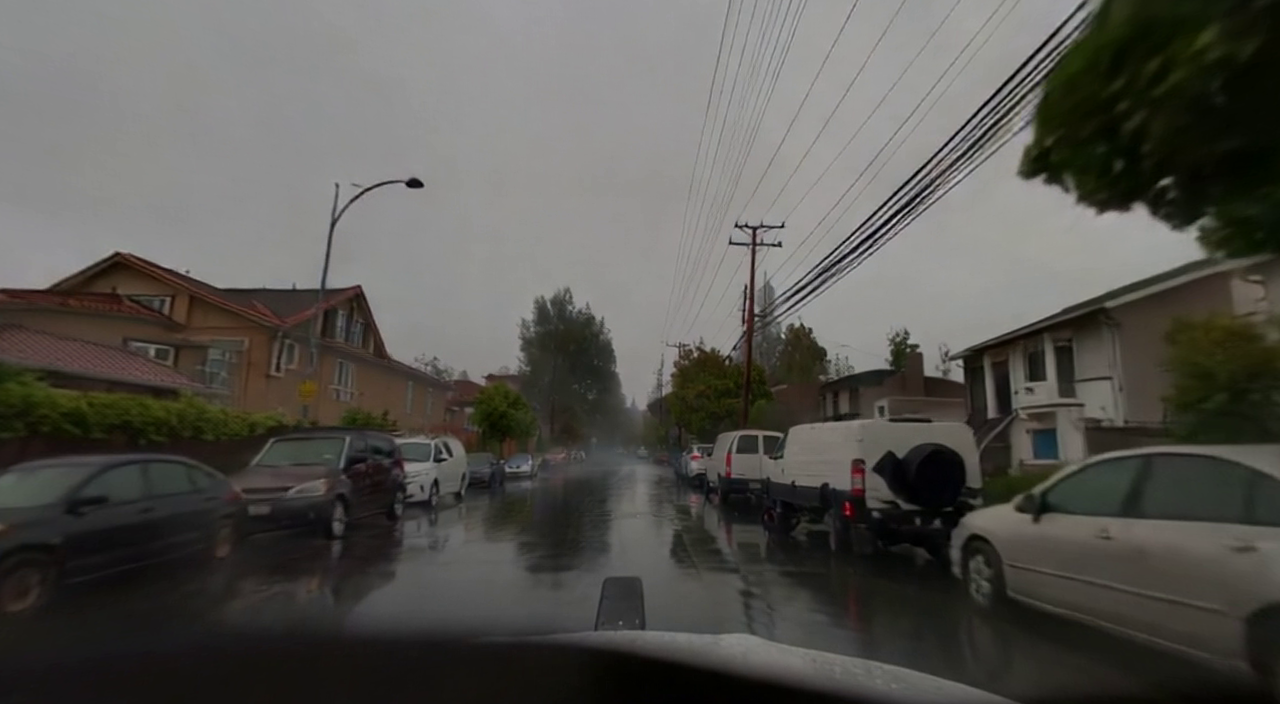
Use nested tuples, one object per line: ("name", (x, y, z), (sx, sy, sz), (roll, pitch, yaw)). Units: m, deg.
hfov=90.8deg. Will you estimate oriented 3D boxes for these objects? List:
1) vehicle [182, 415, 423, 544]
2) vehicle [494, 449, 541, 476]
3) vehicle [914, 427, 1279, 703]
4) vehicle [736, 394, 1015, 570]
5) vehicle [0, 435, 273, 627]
("vehicle", (-5.969, 2.290, 12.043), (2.034, 1.923, 4.713), (0, -8, -1))
("vehicle", (-6.772, 6.129, 35.296), (1.958, 1.359, 4.357), (0, -8, -3))
("vehicle", (3.890, 1.312, 4.300), (1.990, 1.521, 4.153), (0, -8, -3))
("vehicle", (3.244, 1.942, 10.304), (2.237, 2.071, 5.332), (0, -8, -3))
("vehicle", (-5.928, 1.699, 6.886), (1.745, 1.502, 3.648), (0, -8, -2))
